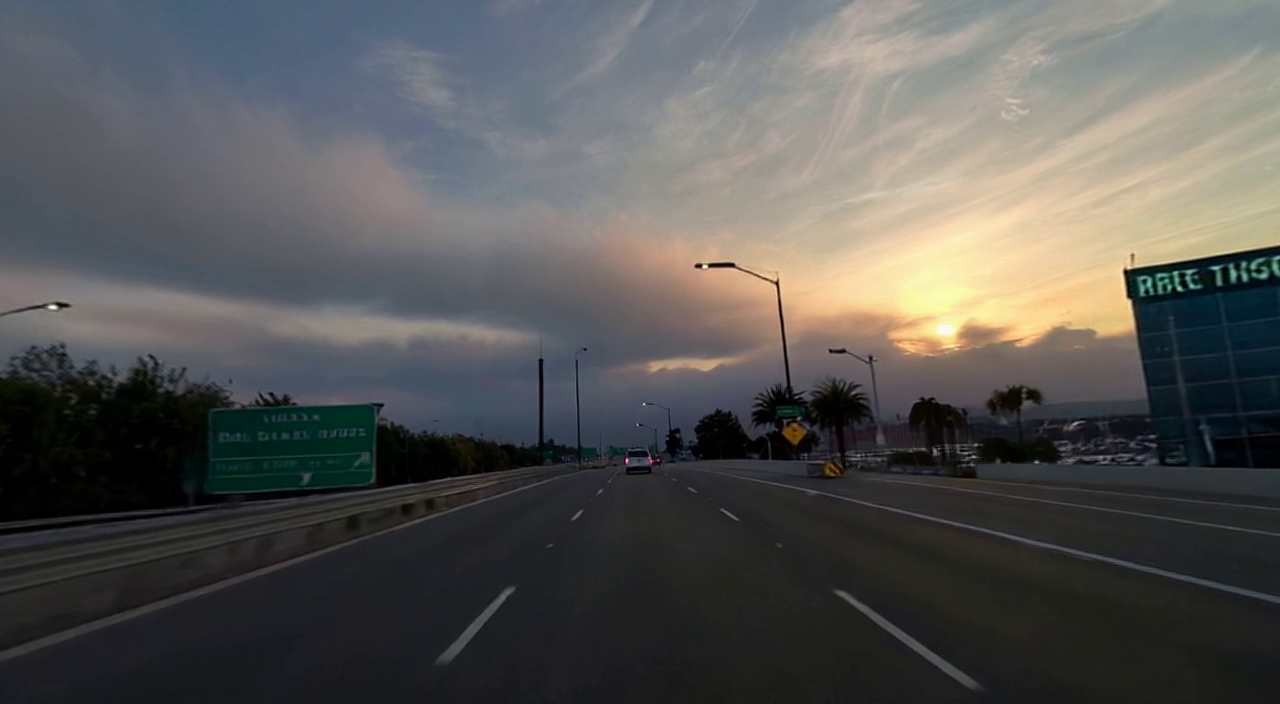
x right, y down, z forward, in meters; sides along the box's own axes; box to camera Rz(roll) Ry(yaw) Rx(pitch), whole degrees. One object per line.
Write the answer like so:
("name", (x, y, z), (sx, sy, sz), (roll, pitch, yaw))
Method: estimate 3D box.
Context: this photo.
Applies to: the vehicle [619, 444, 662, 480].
("vehicle", (-0.022, 5.652, 32.621), (2.089, 1.718, 4.193), (0, -9, -1))
